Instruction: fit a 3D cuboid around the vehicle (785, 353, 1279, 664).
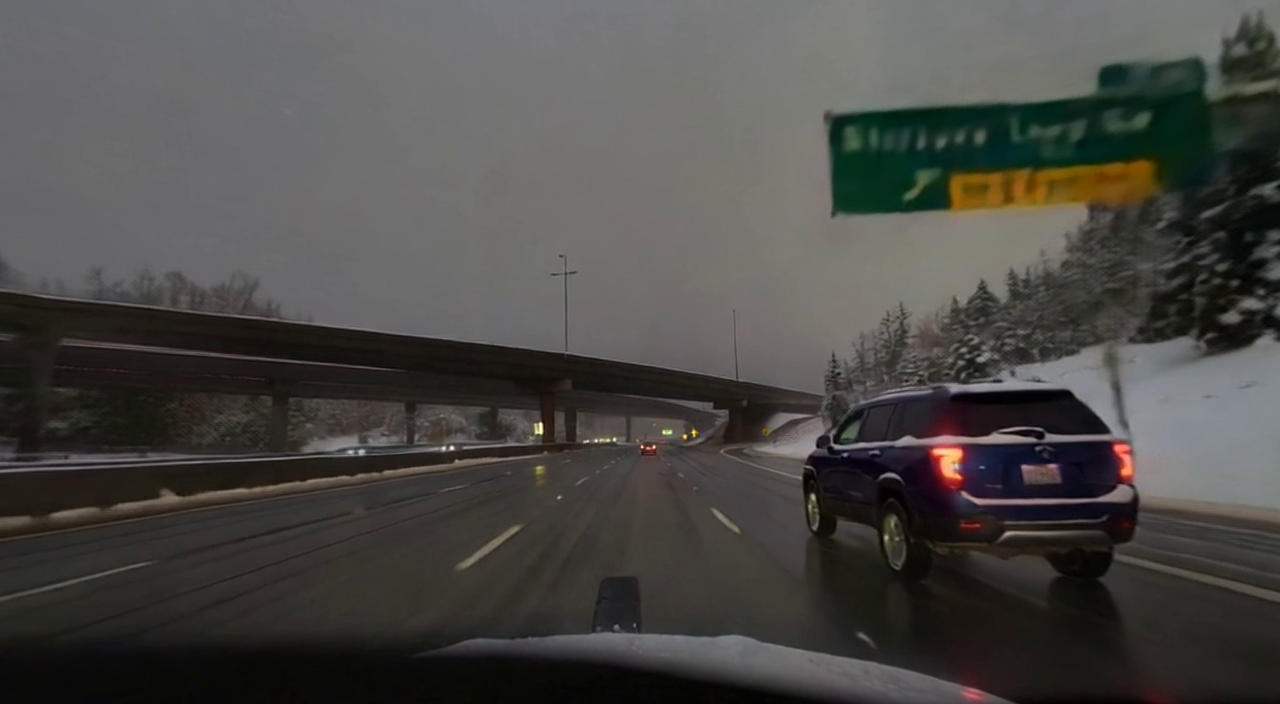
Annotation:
[{"bbox_3d":[3.221,1.304,6.479,2.155,1.918,4.945,0,-8,-2],"label":"vehicle"}]
